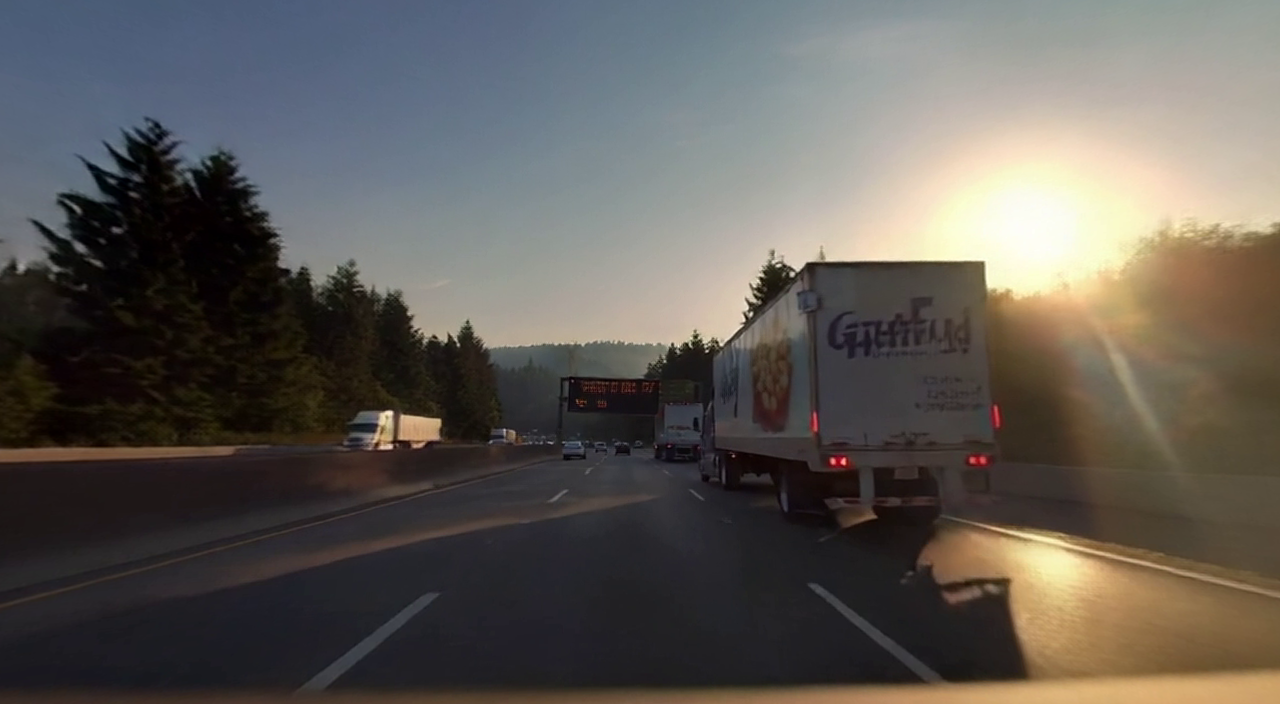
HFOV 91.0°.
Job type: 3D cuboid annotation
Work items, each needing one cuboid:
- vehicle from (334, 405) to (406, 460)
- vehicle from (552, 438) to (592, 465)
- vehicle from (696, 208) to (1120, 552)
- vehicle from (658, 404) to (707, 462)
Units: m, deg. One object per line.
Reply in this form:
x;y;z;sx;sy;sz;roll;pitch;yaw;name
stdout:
-21.172;6.394;49.736;3.025;4.066;6.003;0;-8;-1;vehicle
-4.330;6.414;40.900;2.206;1.644;4.027;0;-8;-1;vehicle
3.630;1.216;14.096;3.116;3.992;13.748;0;-8;-2;vehicle
3.064;6.401;48.596;3.085;4.062;8.965;0;-9;0;vehicle
